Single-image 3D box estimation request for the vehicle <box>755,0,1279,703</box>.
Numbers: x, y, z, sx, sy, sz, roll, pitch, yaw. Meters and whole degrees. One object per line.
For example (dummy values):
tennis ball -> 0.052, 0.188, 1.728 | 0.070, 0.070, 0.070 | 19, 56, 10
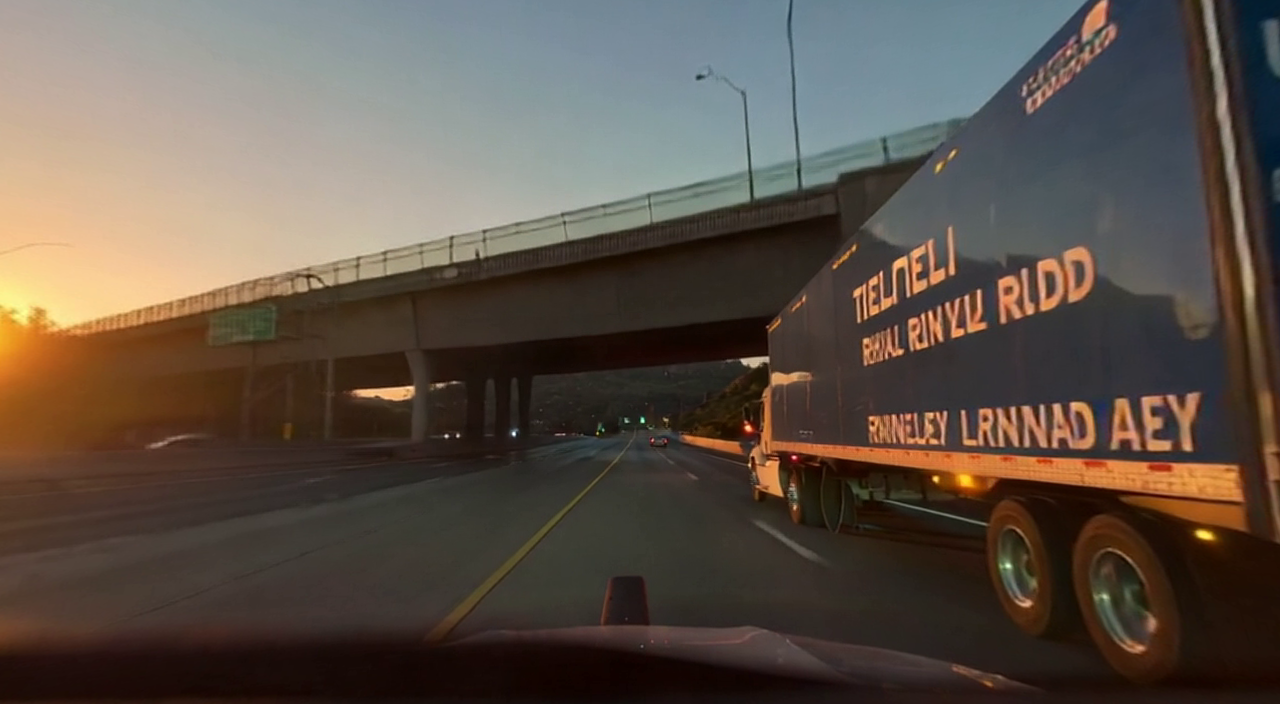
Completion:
vehicle -> 4.210, 0.483, 7.919 | 3.006, 4.093, 14.142 | 0, -8, 1
